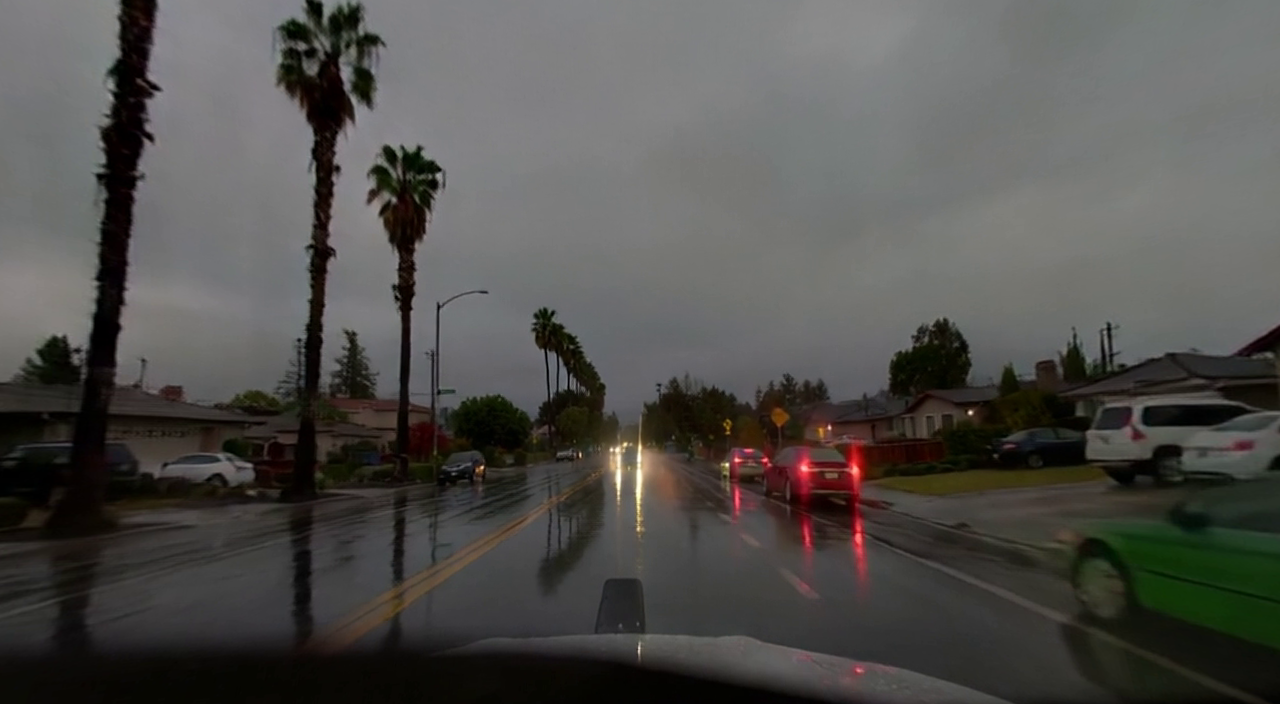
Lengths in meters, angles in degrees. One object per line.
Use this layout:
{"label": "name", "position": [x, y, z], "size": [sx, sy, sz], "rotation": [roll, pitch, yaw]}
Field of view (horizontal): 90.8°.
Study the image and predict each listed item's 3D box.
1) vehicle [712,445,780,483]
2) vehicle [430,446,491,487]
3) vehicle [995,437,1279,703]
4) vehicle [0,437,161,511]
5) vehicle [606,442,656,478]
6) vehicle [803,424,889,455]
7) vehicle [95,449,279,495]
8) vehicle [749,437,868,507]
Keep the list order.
{"label": "vehicle", "position": [4.580, 4.925, 28.195], "size": [2.013, 1.501, 5.235], "rotation": [0, -9, -1]}
{"label": "vehicle", "position": [-8.942, 5.689, 31.828], "size": [1.945, 1.666, 4.107], "rotation": [-3, -6, -1]}
{"label": "vehicle", "position": [4.548, 1.229, 3.526], "size": [2.033, 1.495, 5.175], "rotation": [0, -9, -1]}
{"label": "vehicle", "position": [-15.815, 3.220, 17.013], "size": [3.810, 1.823, 2.427], "rotation": [2, -9, -12]}
{"label": "vehicle", "position": [-0.421, 4.875, 28.694], "size": [2.098, 1.483, 4.099], "rotation": [0, -9, -1]}
{"label": "vehicle", "position": [13.362, 5.750, 41.191], "size": [4.913, 1.930, 2.020], "rotation": [-1, -9, 6]}
{"label": "vehicle", "position": [-15.799, 4.175, 22.259], "size": [4.654, 1.490, 2.381], "rotation": [0, -9, 2]}
{"label": "vehicle", "position": [4.492, 3.272, 17.817], "size": [2.017, 1.646, 5.389], "rotation": [0, -9, 2]}
